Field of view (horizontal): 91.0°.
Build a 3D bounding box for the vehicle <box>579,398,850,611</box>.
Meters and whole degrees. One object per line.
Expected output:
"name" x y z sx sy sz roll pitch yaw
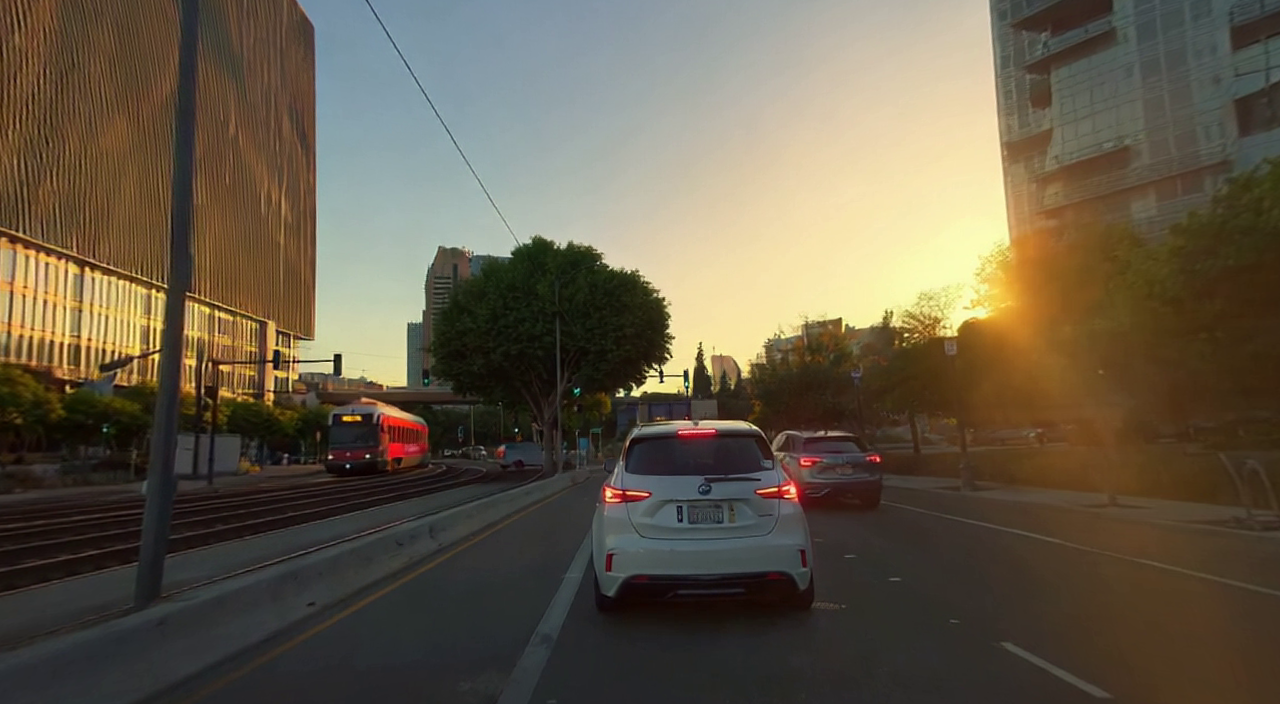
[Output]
"vehicle" 0.489 1.527 7.183 2.190 1.684 4.084 0 -9 -3
